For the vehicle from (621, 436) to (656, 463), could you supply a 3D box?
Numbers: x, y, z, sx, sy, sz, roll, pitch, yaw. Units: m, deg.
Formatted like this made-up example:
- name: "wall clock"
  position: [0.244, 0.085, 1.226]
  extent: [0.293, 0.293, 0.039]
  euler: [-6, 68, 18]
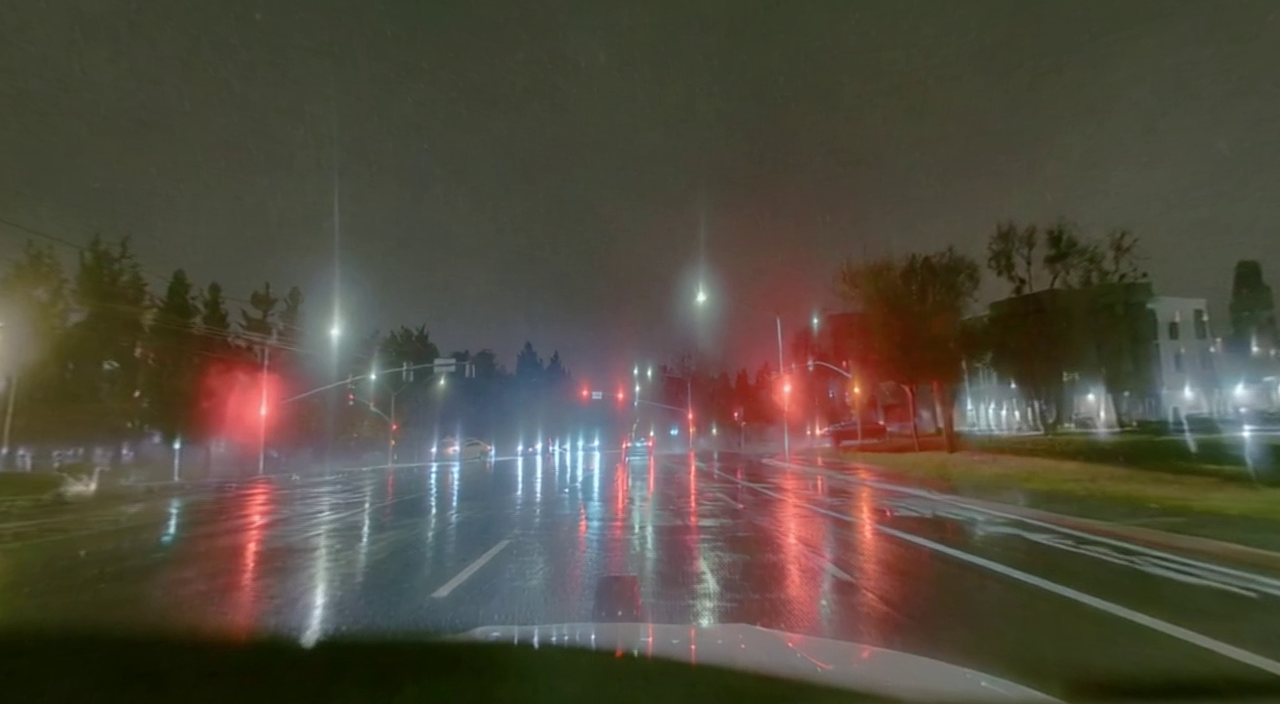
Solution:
- name: "vehicle"
  position: [-0.058, 5.871, 38.265]
  extent: [1.985, 1.521, 3.968]
  euler: [0, -8, 1]

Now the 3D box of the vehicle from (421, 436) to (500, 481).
- name: "vehicle"
  position: [-6.929, 4.135, 24.809]
  extent: [1.869, 1.570, 4.064]
  euler: [0, -8, 0]

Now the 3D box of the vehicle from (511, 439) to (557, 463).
- name: "vehicle"
  position: [-6.736, 6.361, 40.573]
  extent: [2.074, 1.447, 4.224]
  euler: [0, -8, 1]

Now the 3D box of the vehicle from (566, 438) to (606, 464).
- name: "vehicle"
  position: [-3.173, 5.944, 37.943]
  extent: [1.946, 1.437, 4.154]
  euler: [0, -8, 1]
